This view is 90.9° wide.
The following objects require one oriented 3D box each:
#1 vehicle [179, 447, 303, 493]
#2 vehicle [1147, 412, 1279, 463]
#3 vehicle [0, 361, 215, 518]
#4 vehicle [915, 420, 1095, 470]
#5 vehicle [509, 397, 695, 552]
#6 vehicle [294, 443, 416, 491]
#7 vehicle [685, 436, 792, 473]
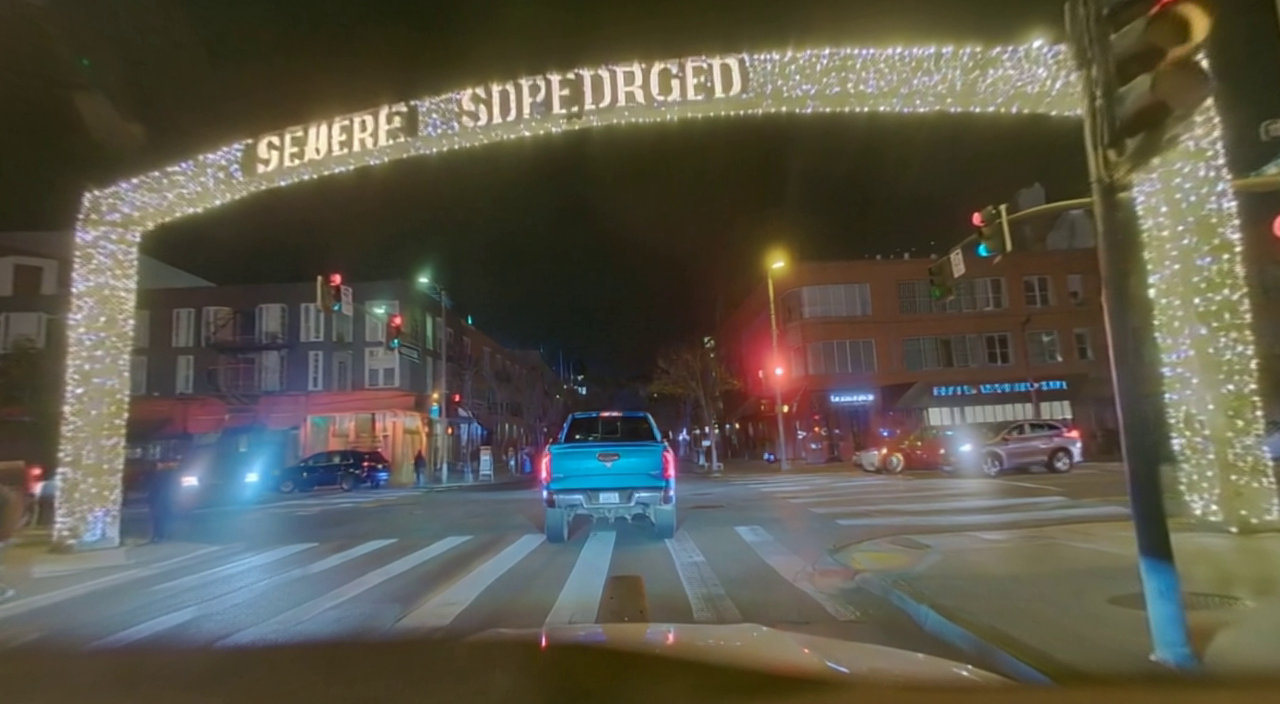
[{"bbox_3d":[-18.633,5.493,29.614,4.398,2.057,1.959,0,-8,-1],"label":"vehicle"},{"bbox_3d":[19.292,2.753,20.266,4.390,1.552,1.925,0,-8,-4],"label":"vehicle"},{"bbox_3d":[-22.088,2.845,20.618,13.729,4.662,3.300,0,-8,0],"label":"vehicle"},{"bbox_3d":[11.592,2.991,20.241,4.600,1.506,1.878,0,-8,-2],"label":"vehicle"},{"bbox_3d":[-0.801,2.032,11.243,2.477,2.020,5.534,1,-8,-7],"label":"vehicle"},{"bbox_3d":[-13.248,5.342,29.498,4.799,1.909,2.011,-3,-7,2],"label":"vehicle"},{"bbox_3d":[4.286,4.554,28.033,4.515,1.583,1.920,-1,-8,3],"label":"vehicle"}]
